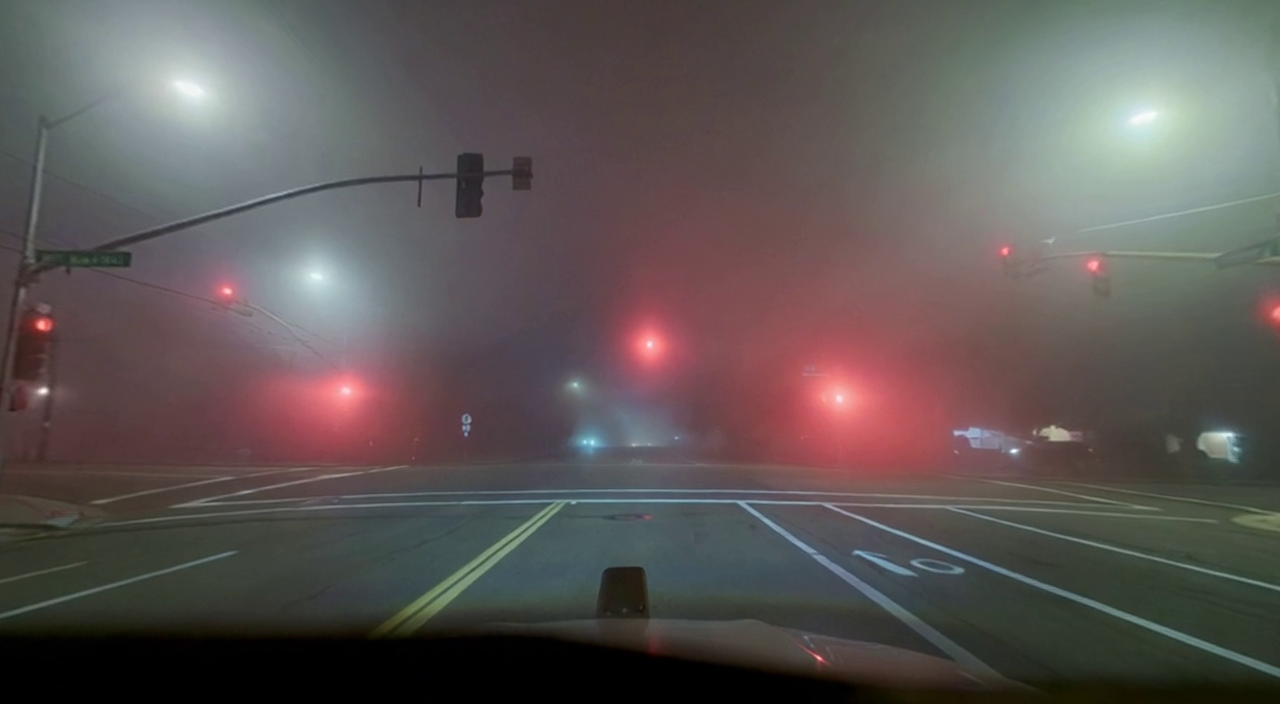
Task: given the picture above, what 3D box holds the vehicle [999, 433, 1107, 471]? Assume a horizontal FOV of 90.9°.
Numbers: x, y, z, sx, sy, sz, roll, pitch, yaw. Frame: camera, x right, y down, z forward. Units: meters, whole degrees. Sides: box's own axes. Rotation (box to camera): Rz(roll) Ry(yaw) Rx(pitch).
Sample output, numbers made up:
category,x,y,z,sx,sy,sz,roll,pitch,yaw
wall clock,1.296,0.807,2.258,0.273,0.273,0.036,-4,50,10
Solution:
category,x,y,z,sx,sy,sz,roll,pitch,yaw
vehicle,22.885,5.568,35.218,2.030,1.927,4.853,2,-9,-14
